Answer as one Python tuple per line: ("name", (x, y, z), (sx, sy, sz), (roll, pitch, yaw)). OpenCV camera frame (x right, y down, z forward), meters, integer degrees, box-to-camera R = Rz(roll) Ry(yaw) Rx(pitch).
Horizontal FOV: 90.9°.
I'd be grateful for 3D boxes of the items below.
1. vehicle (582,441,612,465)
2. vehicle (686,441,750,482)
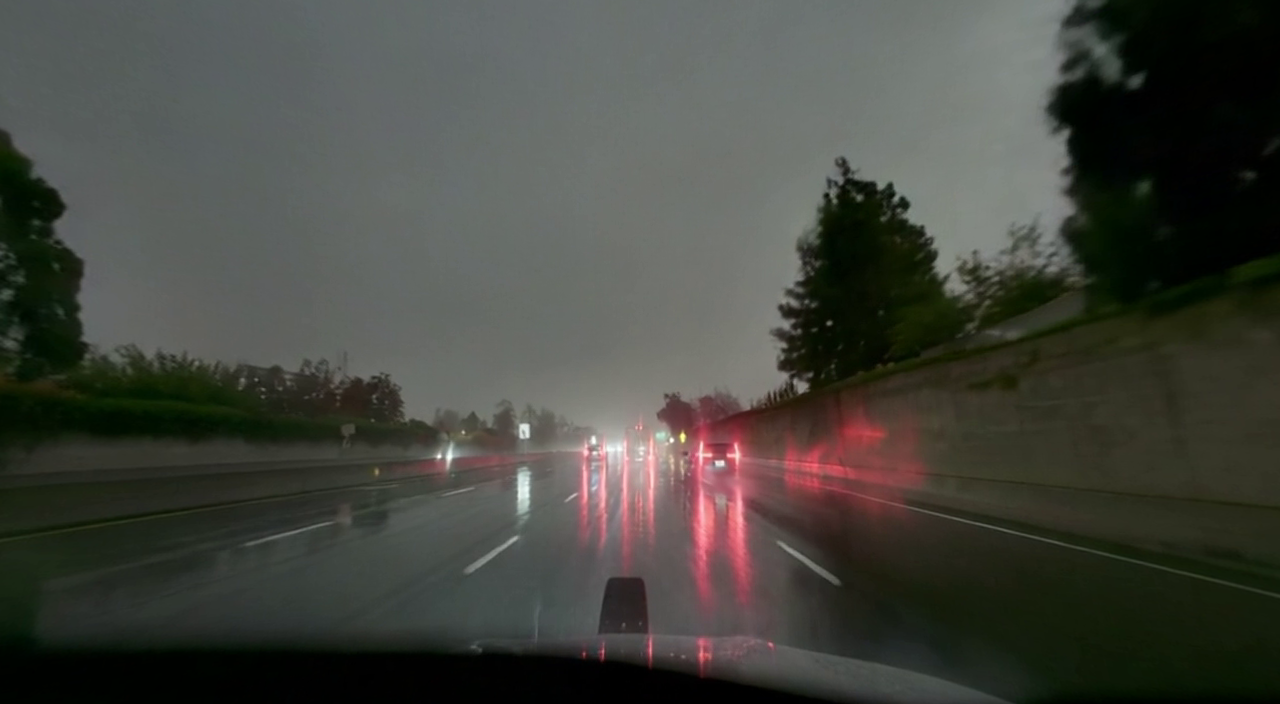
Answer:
("vehicle", (-3.357, 8.003, 49.951), (2.014, 1.811, 4.369), (0, -9, 1))
("vehicle", (3.158, 4.536, 26.431), (1.973, 1.536, 4.337), (0, -9, -2))
